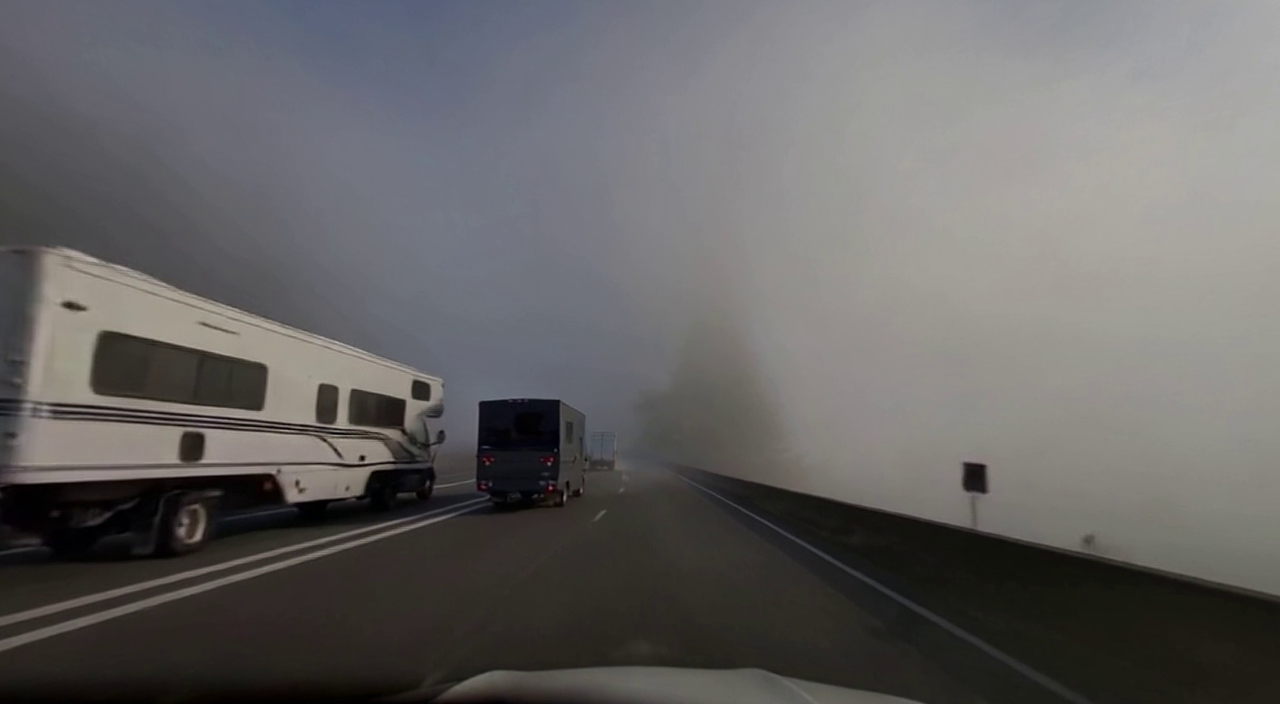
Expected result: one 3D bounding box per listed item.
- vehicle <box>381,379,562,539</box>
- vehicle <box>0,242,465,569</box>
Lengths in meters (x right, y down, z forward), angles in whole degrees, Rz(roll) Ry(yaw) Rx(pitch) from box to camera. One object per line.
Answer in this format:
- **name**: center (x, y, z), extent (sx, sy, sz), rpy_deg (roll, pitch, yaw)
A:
- **vehicle**: center (-2.974, 2.025, 12.206), extent (2.331, 2.583, 3.743), rpy_deg (-1, -9, 2)
- **vehicle**: center (-7.631, 1.687, 14.885), extent (2.929, 4.010, 14.446), rpy_deg (0, -9, 0)
